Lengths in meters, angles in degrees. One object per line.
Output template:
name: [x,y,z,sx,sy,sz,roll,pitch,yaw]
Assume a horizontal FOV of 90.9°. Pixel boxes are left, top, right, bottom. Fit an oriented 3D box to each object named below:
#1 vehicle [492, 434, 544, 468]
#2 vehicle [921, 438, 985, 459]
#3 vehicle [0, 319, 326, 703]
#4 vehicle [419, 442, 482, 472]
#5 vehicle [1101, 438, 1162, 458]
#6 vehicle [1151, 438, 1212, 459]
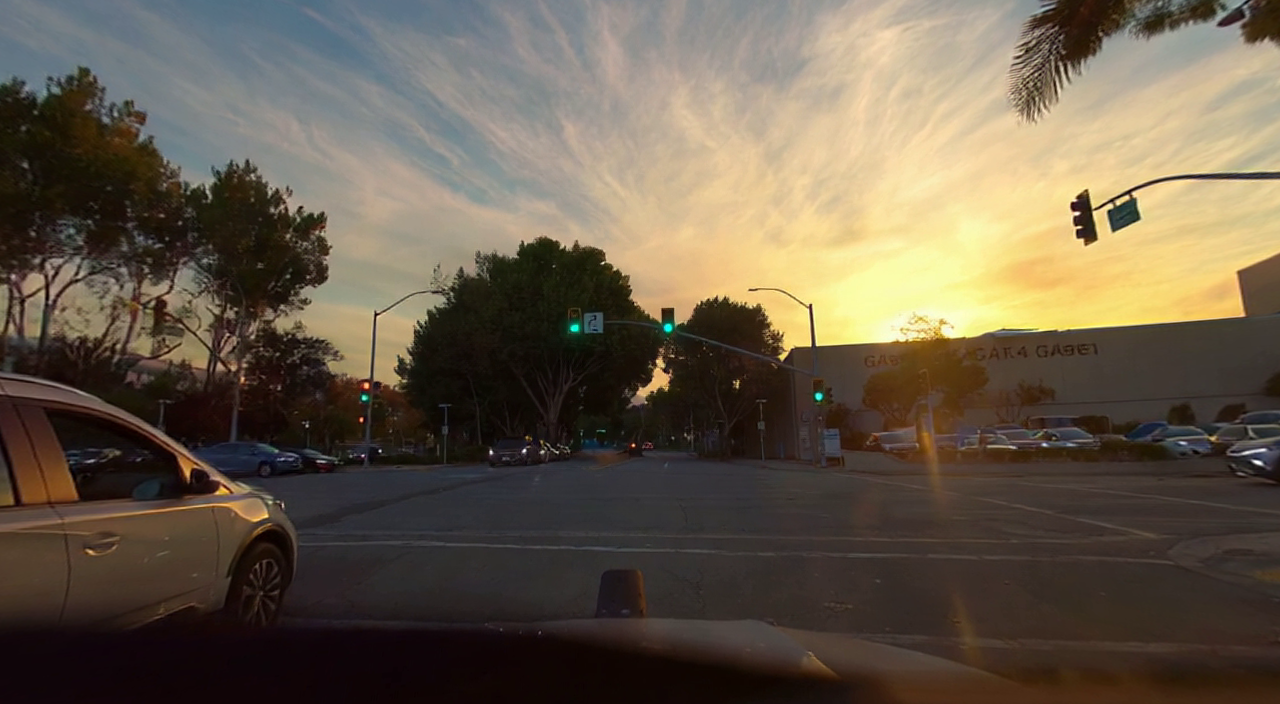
vehicle: [-7.162,5.856,37.459,2.081,1.818,4.782,0,-8,1]
vehicle: [21.495,6.637,43.364,3.576,1.425,1.702,2,-9,-12]
vehicle: [-3.479,0.811,2.684,2.000,1.789,4.638,0,-8,-2]
vehicle: [-10.639,5.916,35.719,2.041,1.548,4.868,0,-8,0]
vehicle: [38.492,7.526,49.507,1.837,1.514,4.786,-2,-9,13]
vehicle: [41.115,7.352,48.004,1.767,1.456,4.191,-4,-10,15]
